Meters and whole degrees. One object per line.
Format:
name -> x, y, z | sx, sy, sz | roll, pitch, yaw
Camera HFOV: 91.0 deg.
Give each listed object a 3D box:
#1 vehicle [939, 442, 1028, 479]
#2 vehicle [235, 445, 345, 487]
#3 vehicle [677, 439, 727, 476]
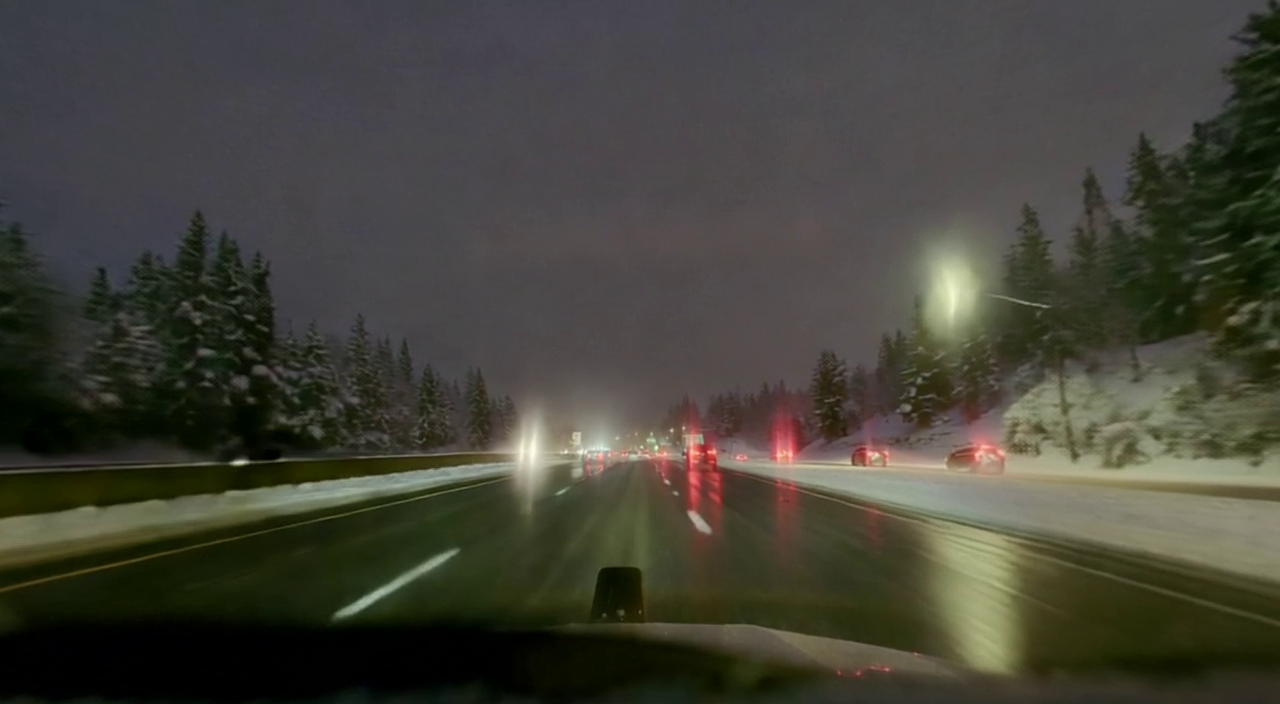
vehicle -> 17.932, 5.658, 33.185 | 2.116, 1.754, 4.727 | 0, -9, 2
vehicle -> -14.116, 4.590, 25.744 | 1.865, 1.533, 4.476 | 0, -8, 0
vehicle -> 3.197, 5.554, 33.290 | 2.147, 1.794, 4.538 | 1, -8, 0
